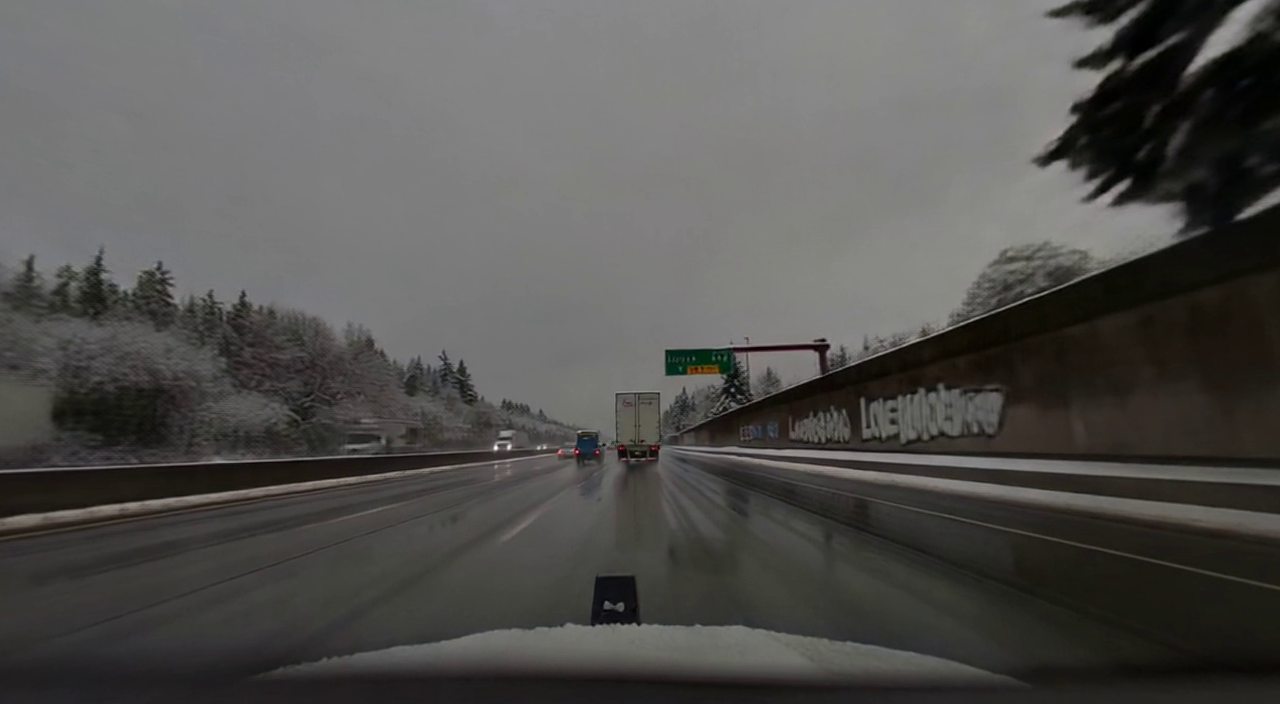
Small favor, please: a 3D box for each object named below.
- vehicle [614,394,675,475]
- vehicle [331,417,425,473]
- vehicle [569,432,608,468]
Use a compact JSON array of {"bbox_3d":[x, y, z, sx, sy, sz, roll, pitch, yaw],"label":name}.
[{"bbox_3d":[0.138,4.943,36.810,3.042,4.023,10.832,0,-9,-1],"label":"vehicle"},{"bbox_3d":[-19.180,6.965,46.728,2.929,3.679,9.326,0,-9,0],"label":"vehicle"},{"bbox_3d":[-3.564,6.946,44.614,2.278,2.369,5.249,0,-9,1],"label":"vehicle"}]
